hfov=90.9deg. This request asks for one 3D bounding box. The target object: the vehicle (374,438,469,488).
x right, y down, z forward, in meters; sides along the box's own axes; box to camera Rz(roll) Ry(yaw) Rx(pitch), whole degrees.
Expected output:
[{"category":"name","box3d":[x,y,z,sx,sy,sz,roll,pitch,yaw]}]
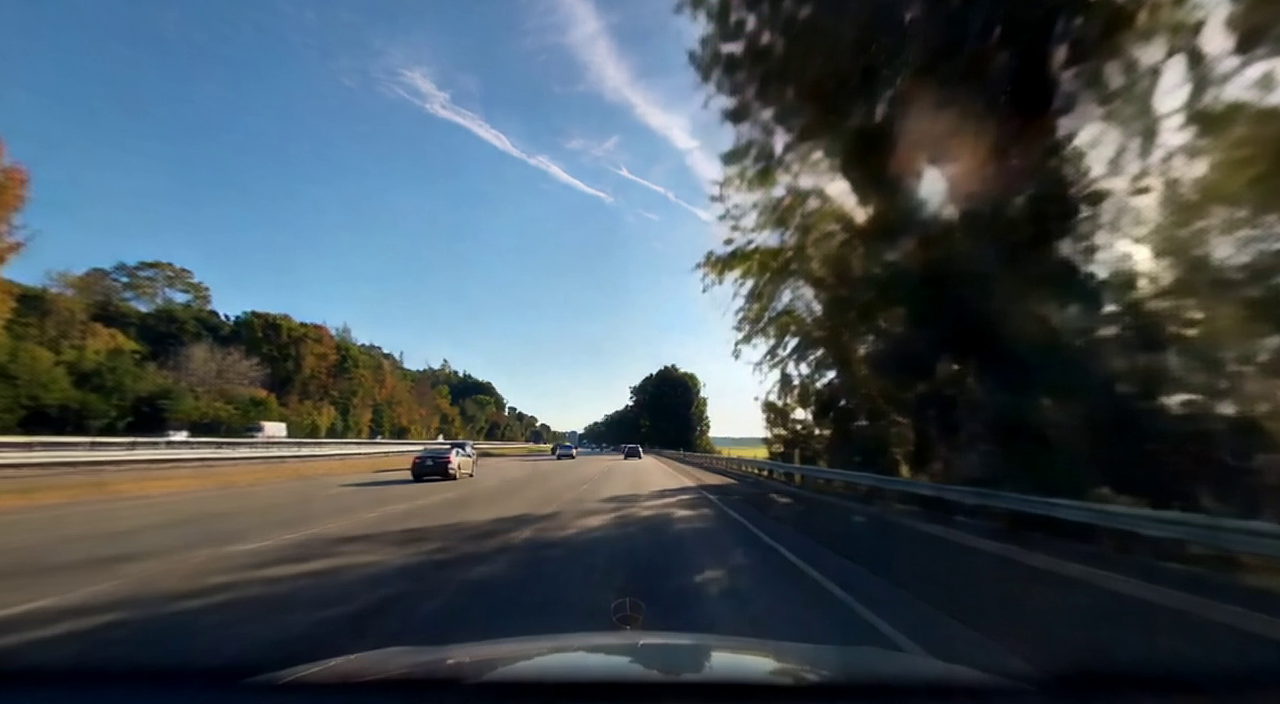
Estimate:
[{"category":"vehicle","box3d":[-7.567,3.853,22.264,1.972,1.603,3.891,0,-8,0]}]
